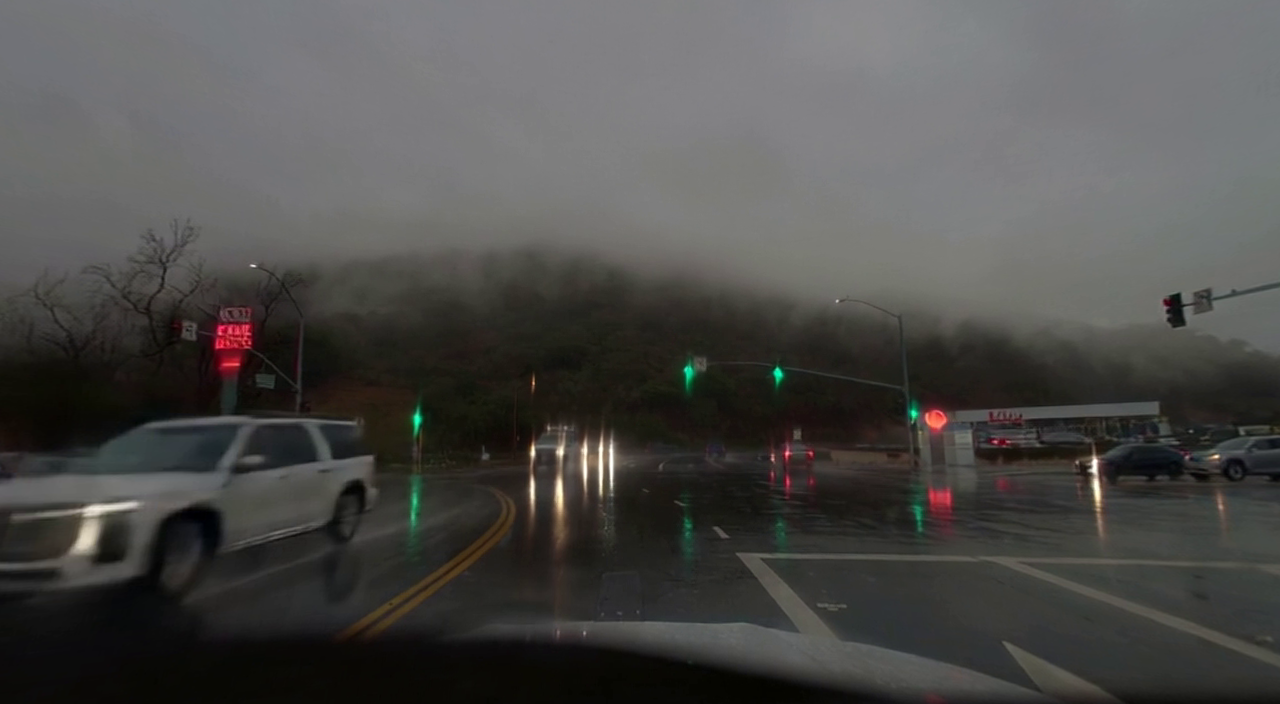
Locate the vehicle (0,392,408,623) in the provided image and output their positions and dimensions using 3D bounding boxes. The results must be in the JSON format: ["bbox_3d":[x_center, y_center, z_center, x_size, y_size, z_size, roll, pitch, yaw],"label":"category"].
[{"bbox_3d":[-4.660,1.528,7.195,2.199,1.745,4.669,0,-8,0],"label":"vehicle"}]

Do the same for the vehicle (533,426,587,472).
[{"bbox_3d":[-4.274,5.290,34.376,2.196,2.264,5.206,0,-8,1],"label":"vehicle"}]

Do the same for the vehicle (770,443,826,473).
[{"bbox_3d":[8.918,5.993,35.875,1.911,1.594,4.378,0,-9,-2],"label":"vehicle"}]

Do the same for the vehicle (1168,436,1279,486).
[{"bbox_3d":[25.042,4.467,26.072,4.546,1.944,2.051,1,-9,-5],"label":"vehicle"}]

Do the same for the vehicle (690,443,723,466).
[{"bbox_3d":[5.099,7.932,48.865,1.855,1.622,4.167,1,-9,-4],"label":"vehicle"}]
